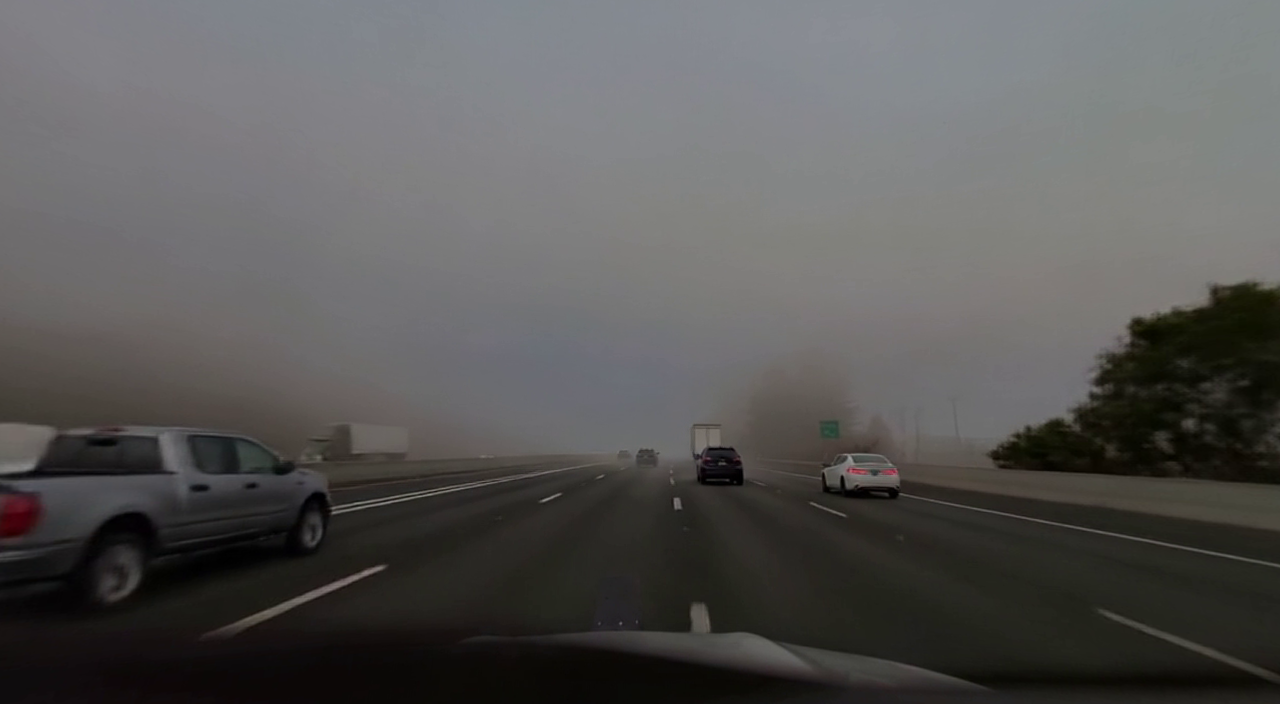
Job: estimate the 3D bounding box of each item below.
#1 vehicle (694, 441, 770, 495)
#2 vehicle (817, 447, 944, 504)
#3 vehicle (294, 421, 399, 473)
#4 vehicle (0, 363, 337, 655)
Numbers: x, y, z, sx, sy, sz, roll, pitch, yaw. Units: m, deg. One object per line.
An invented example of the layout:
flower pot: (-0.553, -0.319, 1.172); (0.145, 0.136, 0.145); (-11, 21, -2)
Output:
vehicle: (3.116, 4.027, 22.331); (2.103, 1.717, 4.399); (0, -9, 1)
vehicle: (7.131, 3.682, 19.367); (2.146, 1.482, 4.665); (0, -9, 1)
vehicle: (-20.601, 6.795, 45.084); (2.848, 3.328, 8.515); (-1, -9, 4)
vehicle: (-5.150, 1.259, 5.679); (2.036, 1.892, 5.214); (0, -9, 3)
